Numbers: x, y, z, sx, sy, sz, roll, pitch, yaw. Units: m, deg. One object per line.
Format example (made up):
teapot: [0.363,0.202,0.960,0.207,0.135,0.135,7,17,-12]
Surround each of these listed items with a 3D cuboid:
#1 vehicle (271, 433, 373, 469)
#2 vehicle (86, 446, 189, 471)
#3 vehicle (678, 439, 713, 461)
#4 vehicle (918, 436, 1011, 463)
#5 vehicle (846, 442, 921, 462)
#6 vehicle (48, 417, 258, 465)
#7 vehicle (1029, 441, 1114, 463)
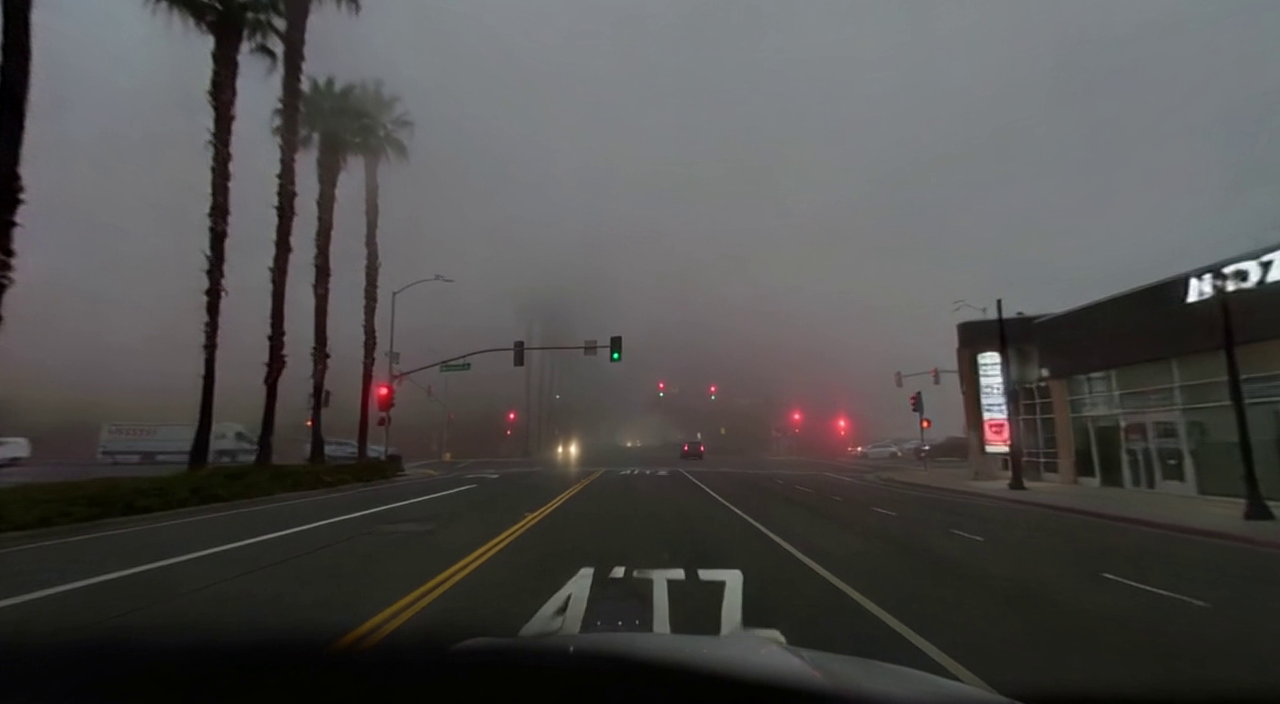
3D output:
vehicle: [-19.313,6.013,38.376,4.901,2.064,2.296,0,-8,1]
vehicle: [-30.563,6.501,38.360,4.538,1.446,2.028,0,-8,1]
vehicle: [3.975,7.082,45.645,2.065,1.507,4.225,0,-8,-1]
vehicle: [23.405,7.023,45.491,5.509,1.873,2.123,0,-8,-1]
vehicle: [18.933,7.774,49.108,4.977,1.508,1.948,0,-8,0]
vehicle: [-35.442,6.498,46.163,12.726,3.308,3.114,0,-7,0]
vehicle: [31.270,7.252,45.650,4.701,1.463,1.989,0,-8,-2]
